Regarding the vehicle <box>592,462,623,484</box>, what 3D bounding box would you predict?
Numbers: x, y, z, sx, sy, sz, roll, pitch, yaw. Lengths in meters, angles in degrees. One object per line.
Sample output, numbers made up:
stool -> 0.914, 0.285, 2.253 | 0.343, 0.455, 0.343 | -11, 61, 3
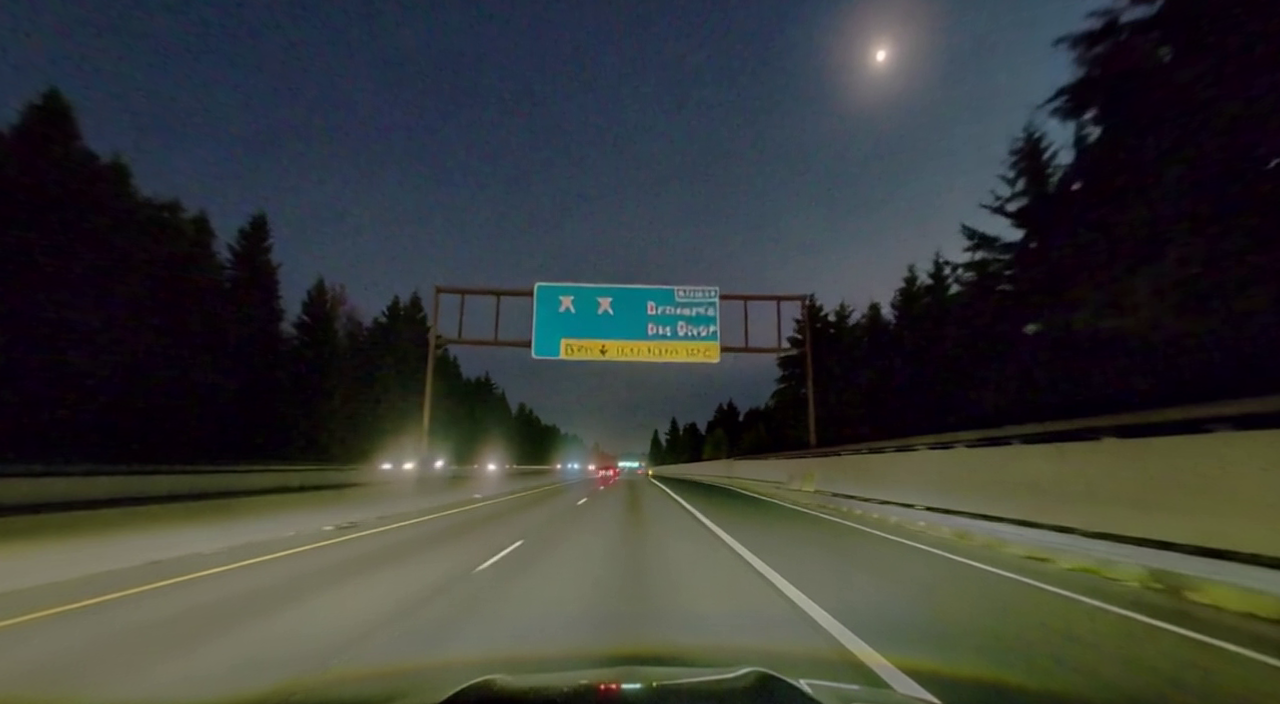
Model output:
vehicle -> -2.485, 9.452, 49.417 | 2.168, 1.561, 4.588 | 1, -10, 0

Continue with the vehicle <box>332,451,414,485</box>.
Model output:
vehicle -> -12.523, 5.498, 29.906 | 1.850, 1.425, 4.441 | 1, -10, 1
